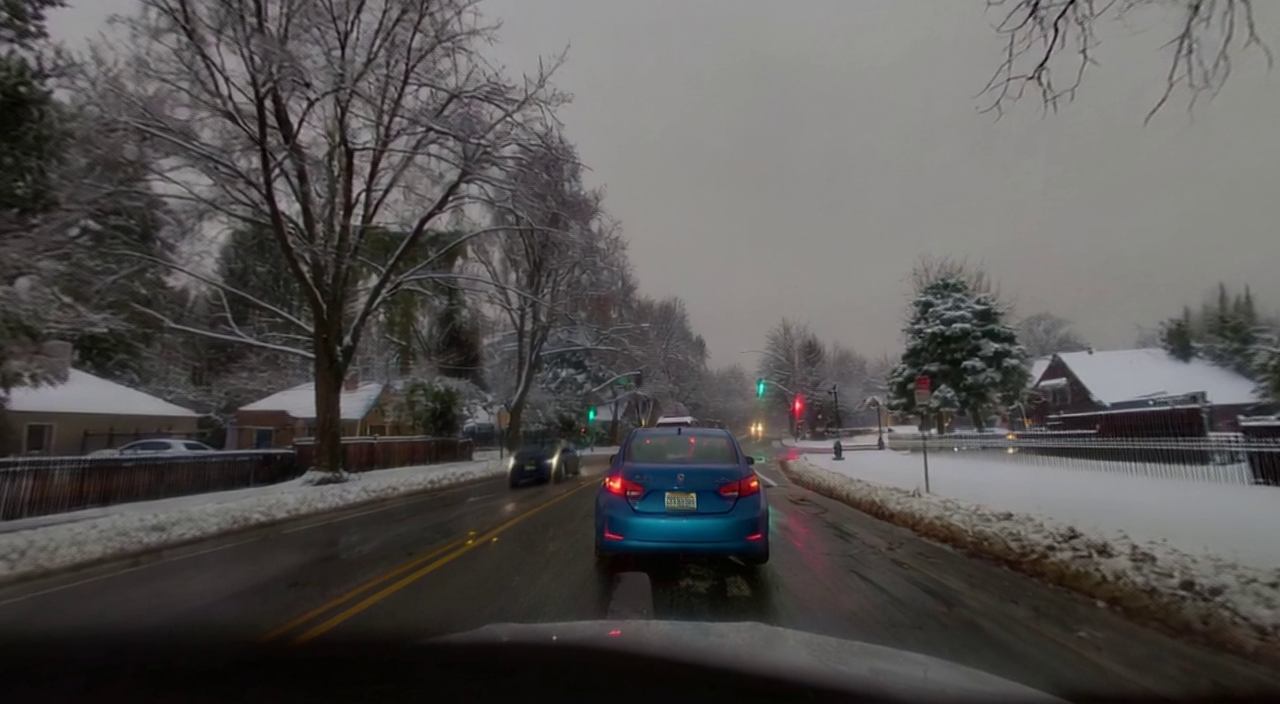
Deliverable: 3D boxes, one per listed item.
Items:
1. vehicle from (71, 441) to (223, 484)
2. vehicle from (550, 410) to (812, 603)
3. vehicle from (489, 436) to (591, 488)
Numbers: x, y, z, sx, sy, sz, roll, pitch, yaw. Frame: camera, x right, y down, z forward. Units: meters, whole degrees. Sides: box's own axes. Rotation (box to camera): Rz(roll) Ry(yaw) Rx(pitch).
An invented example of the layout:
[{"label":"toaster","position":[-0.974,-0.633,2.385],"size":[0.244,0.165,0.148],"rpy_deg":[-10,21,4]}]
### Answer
[{"label":"vehicle","position":[-18.051,4.035,23.177],"size":[4.069,1.445,2.063],"rpy_deg":[-2,-9,9]},{"label":"vehicle","position":[0.367,1.509,7.039],"size":[2.070,1.516,3.936],"rpy_deg":[0,-8,1]},{"label":"vehicle","position":[-3.047,3.482,20.342],"size":[2.060,1.479,4.462],"rpy_deg":[-1,-8,7]}]
